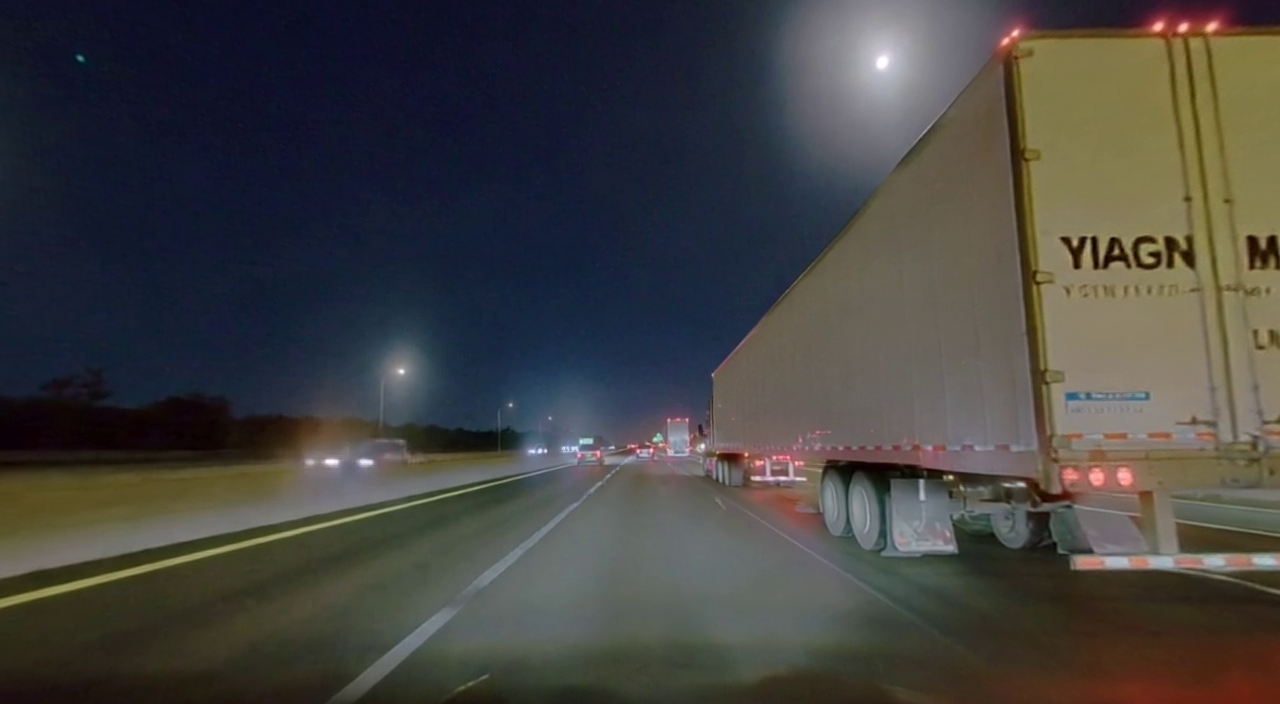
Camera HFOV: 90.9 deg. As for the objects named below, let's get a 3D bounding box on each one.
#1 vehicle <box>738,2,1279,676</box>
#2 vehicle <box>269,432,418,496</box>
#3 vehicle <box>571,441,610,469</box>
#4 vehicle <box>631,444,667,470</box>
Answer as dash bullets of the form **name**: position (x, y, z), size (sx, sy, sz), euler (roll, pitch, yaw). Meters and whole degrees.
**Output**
- **vehicle**: position (3.950, 0.701, 9.973), size (2.821, 4.077, 12.562), euler (0, -9, 0)
- **vehicle**: position (-8.852, 3.398, 19.490), size (2.076, 1.678, 5.116), euler (0, -9, 1)
- **vehicle**: position (-3.108, 6.548, 40.262), size (2.058, 1.711, 4.226), euler (-1, -9, 1)
- **vehicle**: position (0.496, 6.352, 38.228), size (2.063, 1.469, 4.208), euler (0, -9, 0)
